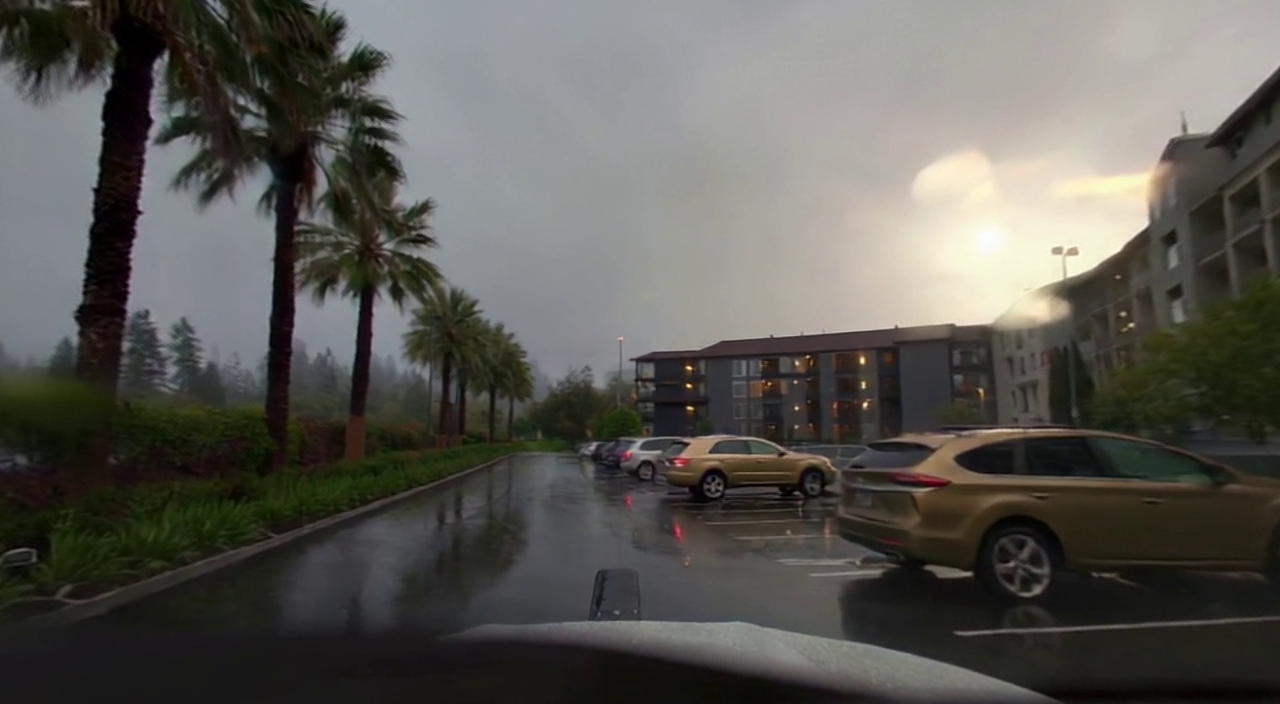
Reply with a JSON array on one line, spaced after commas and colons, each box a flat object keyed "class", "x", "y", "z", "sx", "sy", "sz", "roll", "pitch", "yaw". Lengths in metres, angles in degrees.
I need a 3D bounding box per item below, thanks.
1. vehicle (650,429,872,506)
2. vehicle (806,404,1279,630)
[{"class": "vehicle", "x": 3.122, "y": 3.003, "z": 16.792, "sx": 5.381, "sy": 1.826, "sz": 2.047, "roll": 2, "pitch": -9, "yaw": -12}, {"class": "vehicle", "x": 4.168, "y": 1.439, "z": 5.726, "sx": 4.803, "sy": 1.520, "sz": 1.894, "roll": 5, "pitch": -9, "yaw": -11}]
